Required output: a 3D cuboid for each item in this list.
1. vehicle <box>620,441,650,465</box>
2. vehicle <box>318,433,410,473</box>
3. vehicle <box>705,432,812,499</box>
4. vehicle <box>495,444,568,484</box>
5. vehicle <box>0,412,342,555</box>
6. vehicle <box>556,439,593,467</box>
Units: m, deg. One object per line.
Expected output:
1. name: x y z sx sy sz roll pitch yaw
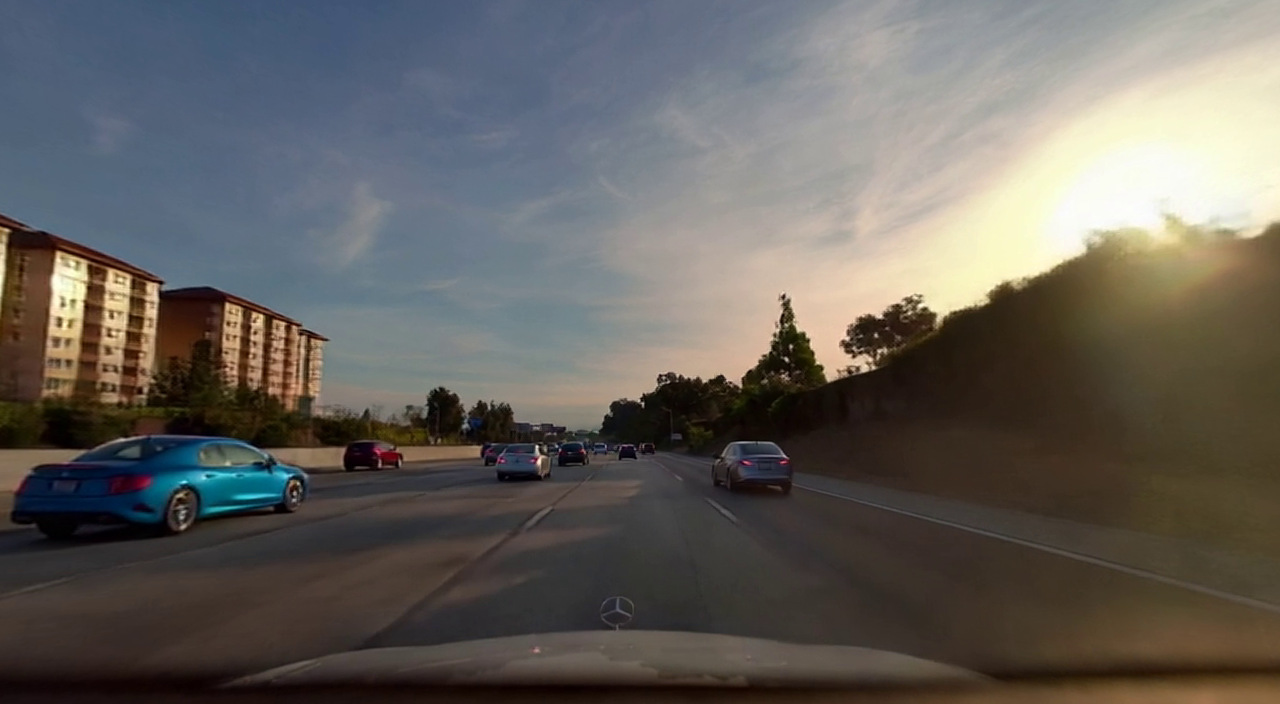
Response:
1. vehicle: -0.385 7.325 45.891 2.053 1.650 3.945 0 -8 -1
2. vehicle: -15.361 5.668 35.673 2.396 1.999 6.333 0 -8 0
3. vehicle: 3.189 3.149 17.976 2.061 1.658 4.417 0 -8 -2
4. vehicle: -4.177 4.370 25.042 2.124 1.426 4.444 0 -8 -1
5. vehicle: -7.239 2.029 10.519 2.086 1.776 5.080 0 -8 0
6. vehicle: -4.421 6.914 43.347 2.044 1.774 4.329 0 -8 0
